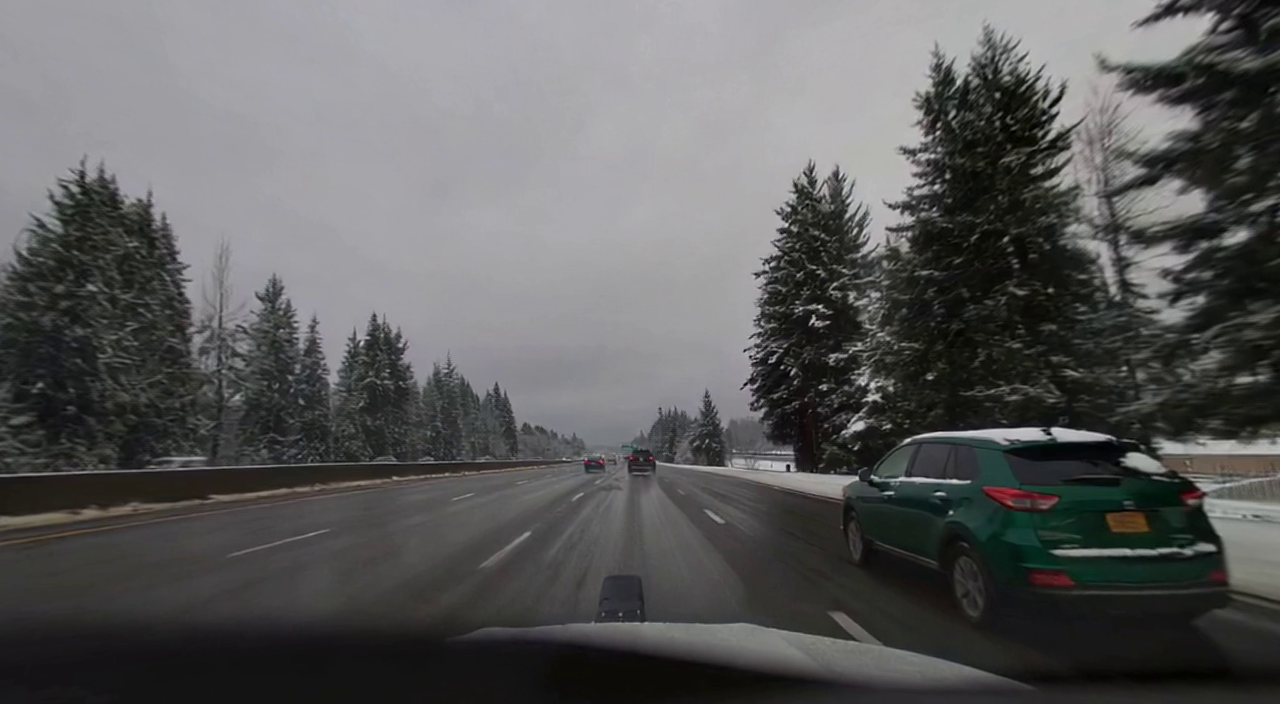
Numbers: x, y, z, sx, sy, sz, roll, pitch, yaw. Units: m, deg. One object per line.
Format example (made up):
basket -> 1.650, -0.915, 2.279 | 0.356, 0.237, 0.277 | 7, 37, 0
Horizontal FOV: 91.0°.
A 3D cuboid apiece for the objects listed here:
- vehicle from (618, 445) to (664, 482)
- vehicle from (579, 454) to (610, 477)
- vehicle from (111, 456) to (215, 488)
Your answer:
vehicle -> 0.030, 5.982, 34.073 | 2.302, 1.810, 4.707 | 0, -9, -1
vehicle -> -3.481, 8.699, 48.464 | 2.049, 1.659, 4.183 | 0, -9, 1
vehicle -> -26.913, 6.772, 35.762 | 2.124, 1.616, 4.886 | 0, -9, 0
